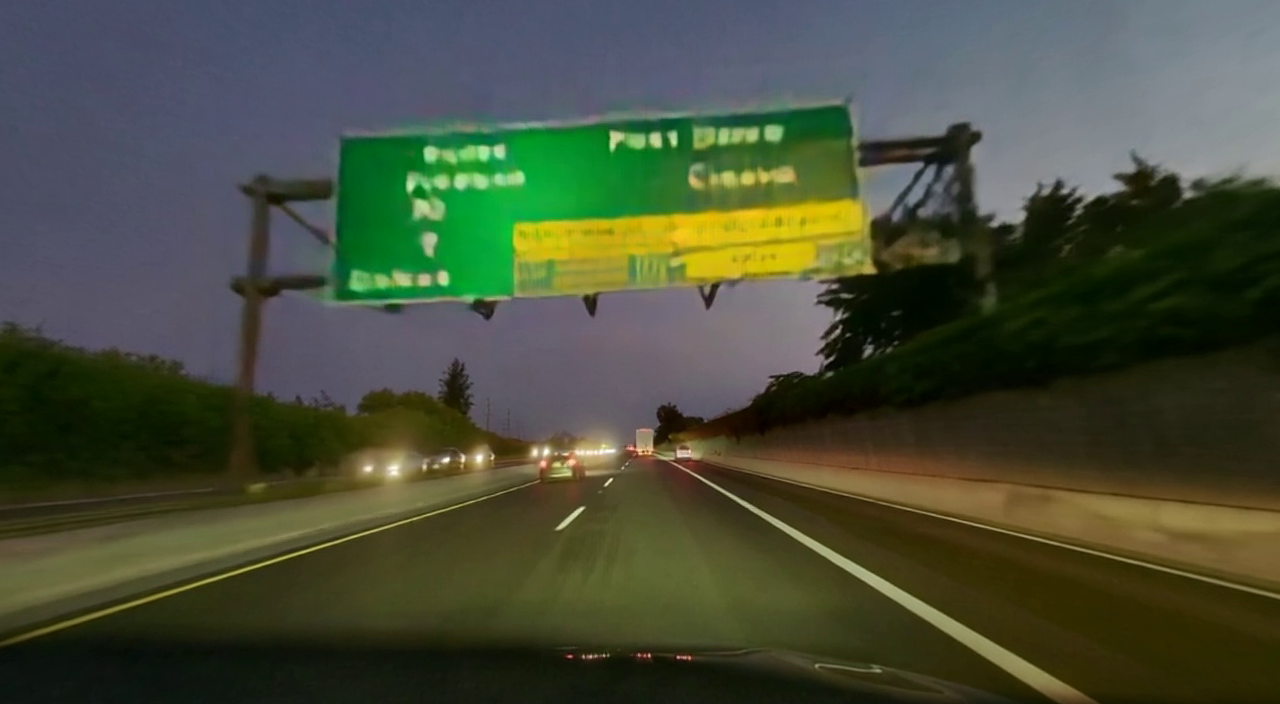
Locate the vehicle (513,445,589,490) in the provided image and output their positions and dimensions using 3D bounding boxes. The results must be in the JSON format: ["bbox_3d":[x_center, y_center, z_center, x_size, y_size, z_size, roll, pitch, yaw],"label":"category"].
[{"bbox_3d":[-3.145,4.185,23.251,2.020,1.475,4.434,0,-9,2],"label":"vehicle"}]

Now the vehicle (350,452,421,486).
[{"bbox_3d":[-11.819,5.426,29.548,1.738,1.417,3.669,0,-9,1],"label":"vehicle"}]

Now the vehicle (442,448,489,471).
[{"bbox_3d":[-12.043,7.436,43.856,1.936,1.525,4.548,0,-9,1],"label":"vehicle"}]
